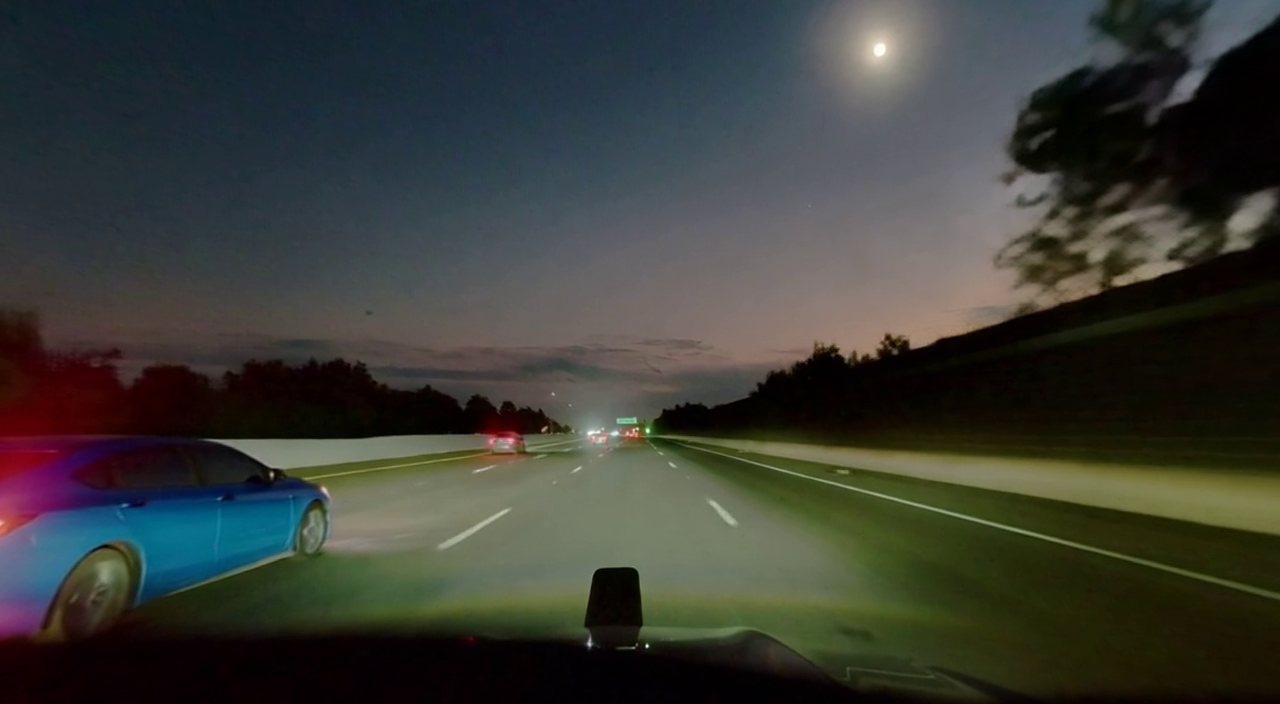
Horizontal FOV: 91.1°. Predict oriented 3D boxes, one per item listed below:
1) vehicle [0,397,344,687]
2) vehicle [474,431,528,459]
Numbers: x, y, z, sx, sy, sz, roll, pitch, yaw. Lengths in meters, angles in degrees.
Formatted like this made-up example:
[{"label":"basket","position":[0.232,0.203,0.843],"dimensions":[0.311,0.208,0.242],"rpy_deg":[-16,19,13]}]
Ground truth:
[{"label":"vehicle","position":[-4.354,1.221,4.974],"dimensions":[2.079,1.500,3.881],"rpy_deg":[0,-8,1]},{"label":"vehicle","position":[-8.167,5.498,37.404],"dimensions":[2.053,1.582,4.878],"rpy_deg":[0,-8,1]}]
